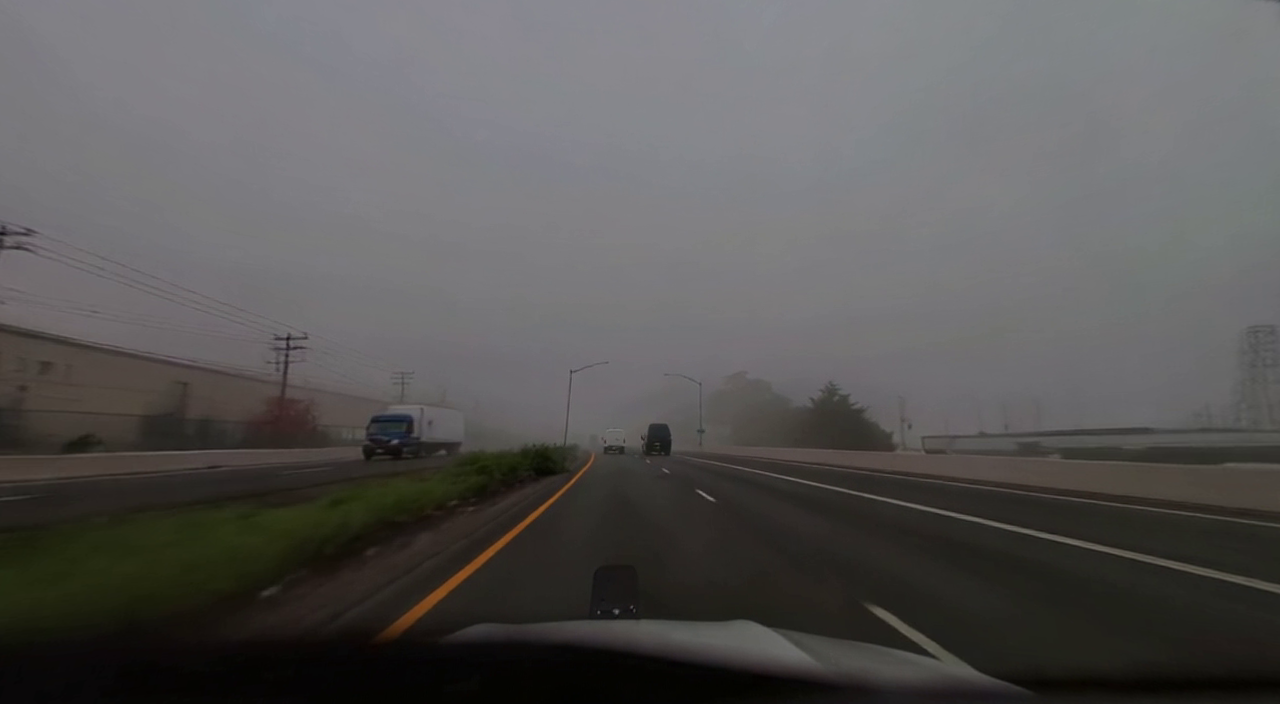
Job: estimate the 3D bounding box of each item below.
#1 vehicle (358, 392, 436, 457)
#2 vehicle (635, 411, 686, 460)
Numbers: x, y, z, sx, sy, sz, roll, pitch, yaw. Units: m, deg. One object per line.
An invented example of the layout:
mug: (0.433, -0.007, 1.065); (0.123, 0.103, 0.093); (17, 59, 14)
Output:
vehicle: (-16.119, 4.932, 42.305); (2.980, 4.019, 6.068); (-1, -8, -3)
vehicle: (1.317, 5.825, 43.752); (2.713, 3.140, 6.640); (0, -8, -5)
